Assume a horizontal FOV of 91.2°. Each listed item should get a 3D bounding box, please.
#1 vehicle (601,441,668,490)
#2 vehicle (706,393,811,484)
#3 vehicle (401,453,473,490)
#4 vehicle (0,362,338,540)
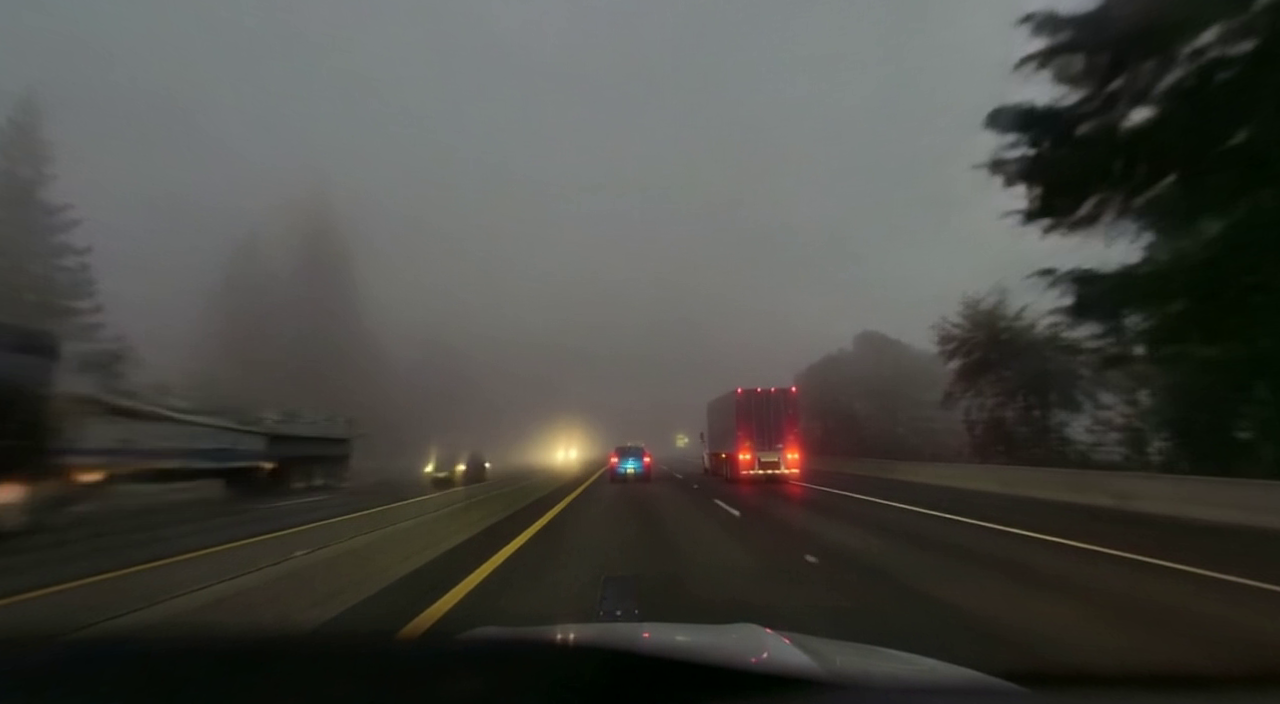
[{"bbox_3d":[-0.191,3.821,21.362,2.066,1.490,3.759,0,-9,-1],"label":"vehicle"},{"bbox_3d":[4.599,3.629,26.037,2.791,3.201,7.145,0,-9,-1],"label":"vehicle"},{"bbox_3d":[-8.949,5.282,28.012,1.941,1.513,3.779,-1,-9,0],"label":"vehicle"},{"bbox_3d":[-13.409,2.743,17.482,3.243,3.224,13.889,0,-9,-1],"label":"vehicle"}]
